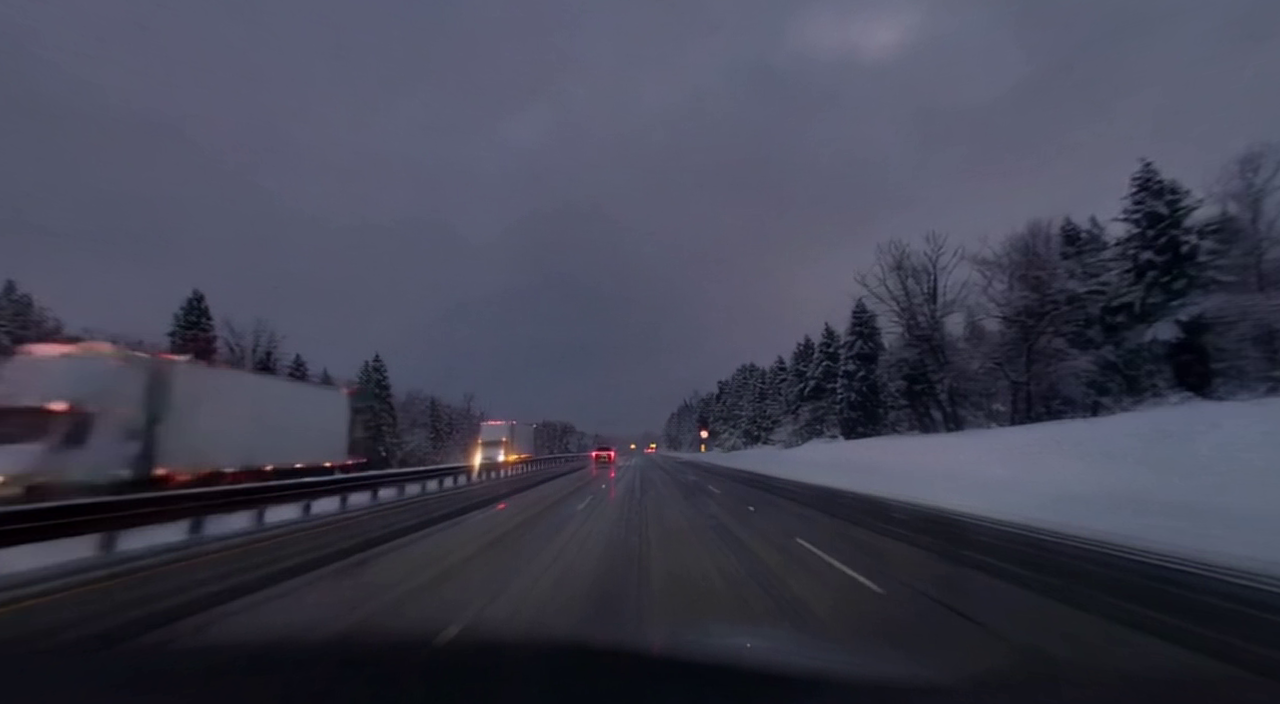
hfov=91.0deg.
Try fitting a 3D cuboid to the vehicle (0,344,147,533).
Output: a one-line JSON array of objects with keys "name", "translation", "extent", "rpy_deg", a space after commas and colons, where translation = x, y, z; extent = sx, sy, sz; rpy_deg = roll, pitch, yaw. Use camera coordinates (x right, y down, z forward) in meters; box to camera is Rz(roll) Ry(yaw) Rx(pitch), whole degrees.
[{"name": "vehicle", "translation": [-15.344, 2.140, 15.886], "extent": [2.913, 4.275, 3.166], "rpy_deg": [0, -7, -1]}]

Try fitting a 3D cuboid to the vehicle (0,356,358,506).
[{"name": "vehicle", "translation": [-15.416, 3.084, 23.779], "extent": [2.846, 3.981, 14.079], "rpy_deg": [0, -8, 0]}]

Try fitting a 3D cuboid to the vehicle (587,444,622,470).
[{"name": "vehicle", "translation": [-2.241, 6.733, 40.505], "extent": [2.050, 1.530, 4.144], "rpy_deg": [0, -8, 0]}]
